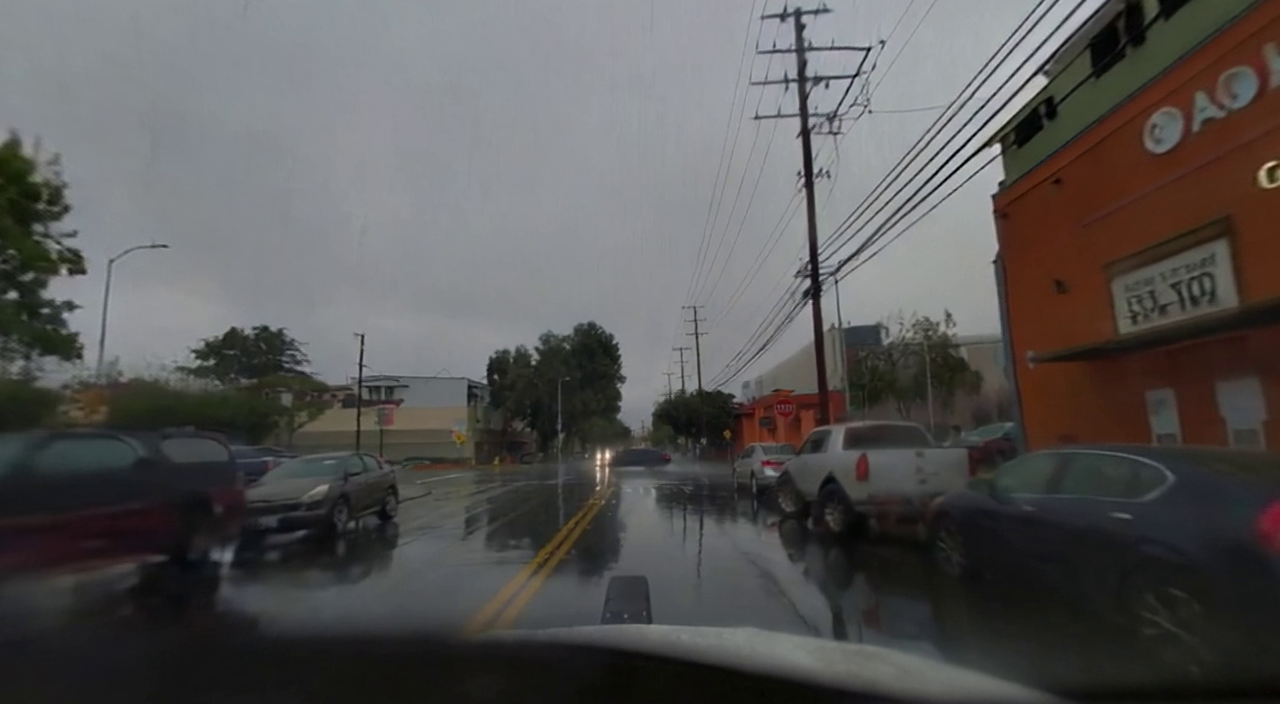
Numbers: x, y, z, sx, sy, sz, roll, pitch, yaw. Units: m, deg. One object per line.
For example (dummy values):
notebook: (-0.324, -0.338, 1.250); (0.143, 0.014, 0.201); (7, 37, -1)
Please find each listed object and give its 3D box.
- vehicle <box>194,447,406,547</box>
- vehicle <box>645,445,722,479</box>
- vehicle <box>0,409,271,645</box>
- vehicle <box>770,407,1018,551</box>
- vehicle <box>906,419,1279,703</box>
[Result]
vehicle: (-5.890, 2.505, 11.532); (1.820, 1.482, 3.737); (0, -8, -1)
vehicle: (2.207, 5.294, 30.688); (2.033, 1.464, 4.645); (-4, -9, 27)
vehicle: (-5.984, 1.494, 5.881); (2.146, 1.775, 5.117); (0, -8, -2)
vehicle: (3.894, 2.002, 10.855); (2.178, 1.856, 4.756); (2, -7, -2)
vehicle: (4.020, 1.360, 5.099); (1.840, 1.452, 4.517); (0, -8, 1)
